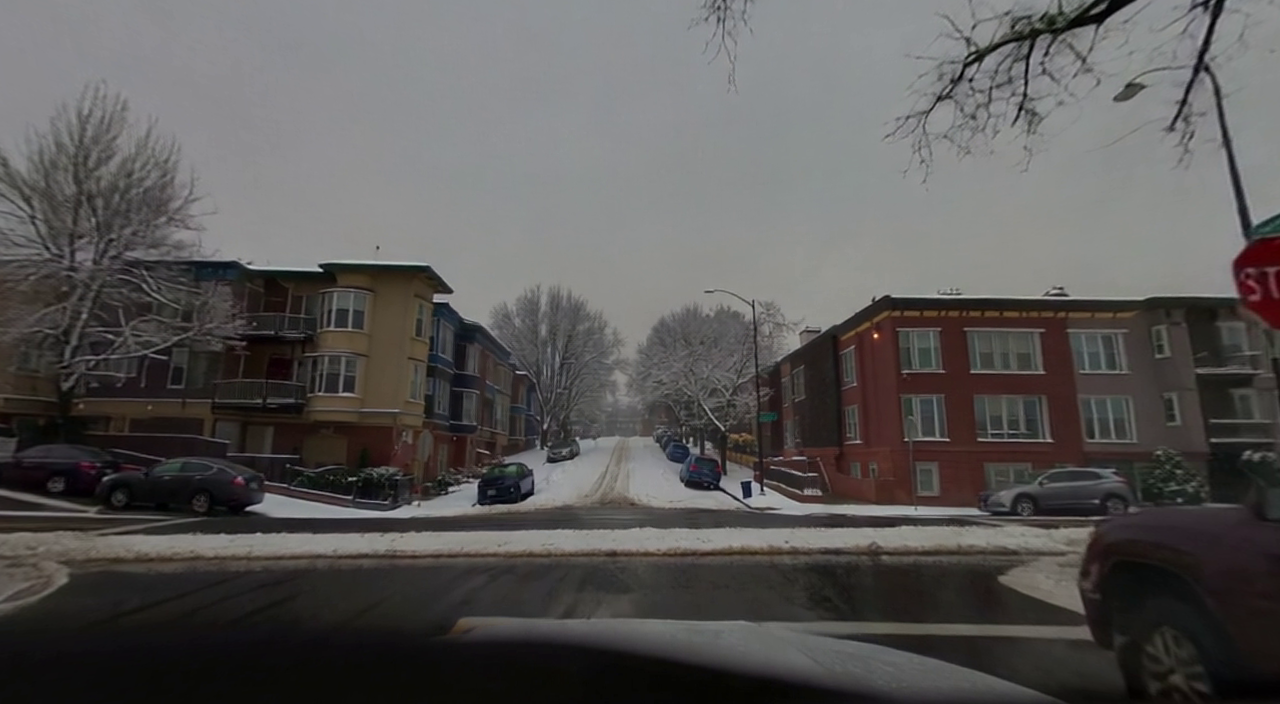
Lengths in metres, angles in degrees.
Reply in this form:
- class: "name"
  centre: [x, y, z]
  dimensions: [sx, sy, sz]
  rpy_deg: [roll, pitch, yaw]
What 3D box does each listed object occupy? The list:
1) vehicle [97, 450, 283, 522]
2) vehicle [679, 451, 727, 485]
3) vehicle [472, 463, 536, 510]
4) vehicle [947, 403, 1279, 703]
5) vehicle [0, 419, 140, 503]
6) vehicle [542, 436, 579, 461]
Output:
- class: "vehicle"
  centre: [-13.998, 4.197, 19.862]
  dimensions: [4.243, 1.676, 1.844]
  rpy_deg: [6, -12, 1]
- class: "vehicle"
  centre: [3.413, 6.423, 35.355]
  dimensions: [2.051, 1.526, 4.673]
  rpy_deg: [0, -6, -2]
- class: "vehicle"
  centre: [-5.873, 5.825, 27.721]
  dimensions: [1.987, 1.662, 4.141]
  rpy_deg: [-2, -8, -1]
- class: "vehicle"
  centre: [3.350, 0.946, 2.160]
  dimensions: [2.064, 1.548, 5.186]
  rpy_deg: [0, -8, 1]
- class: "vehicle"
  centre: [-19.132, 3.369, 19.956]
  dimensions: [4.665, 1.866, 2.002]
  rpy_deg: [10, -10, -1]
- class: "vehicle"
  centre: [-6.181, 7.523, 49.358]
  dimensions: [2.101, 1.732, 4.119]
  rpy_deg: [-3, -7, 3]
